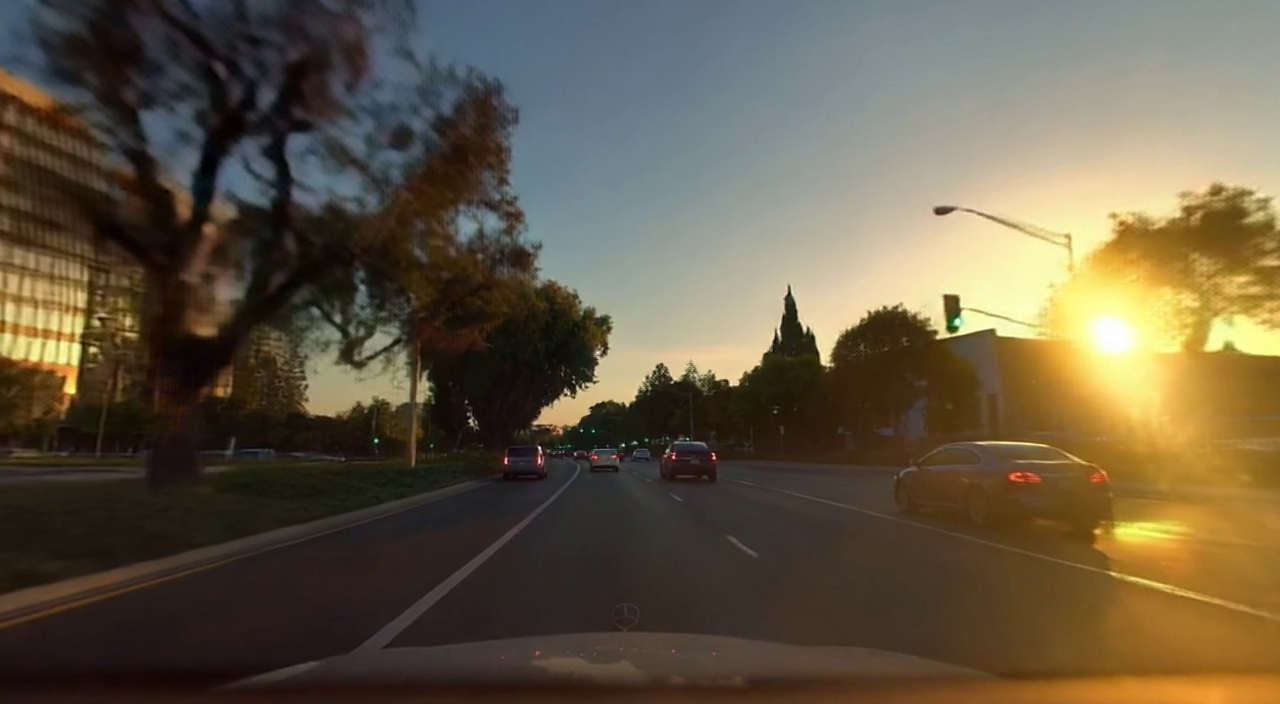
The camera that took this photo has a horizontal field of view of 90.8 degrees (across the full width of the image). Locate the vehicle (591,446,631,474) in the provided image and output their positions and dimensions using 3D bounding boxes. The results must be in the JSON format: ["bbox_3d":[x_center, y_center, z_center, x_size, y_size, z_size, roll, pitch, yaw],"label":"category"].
[{"bbox_3d":[-1.776,6.366,37.517,2.155,1.486,4.403,1,-8,-5],"label":"vehicle"}]

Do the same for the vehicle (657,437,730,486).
[{"bbox_3d":[1.976,4.235,24.724,2.161,1.716,4.194,1,-8,-4],"label":"vehicle"}]

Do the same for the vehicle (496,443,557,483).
[{"bbox_3d":[-5.025,4.964,28.567,2.172,1.671,4.175,0,-8,-3],"label":"vehicle"}]

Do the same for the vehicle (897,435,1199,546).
[{"bbox_3d":[6.172,2.114,10.364,1.945,1.408,4.288,0,-8,-3],"label":"vehicle"}]
